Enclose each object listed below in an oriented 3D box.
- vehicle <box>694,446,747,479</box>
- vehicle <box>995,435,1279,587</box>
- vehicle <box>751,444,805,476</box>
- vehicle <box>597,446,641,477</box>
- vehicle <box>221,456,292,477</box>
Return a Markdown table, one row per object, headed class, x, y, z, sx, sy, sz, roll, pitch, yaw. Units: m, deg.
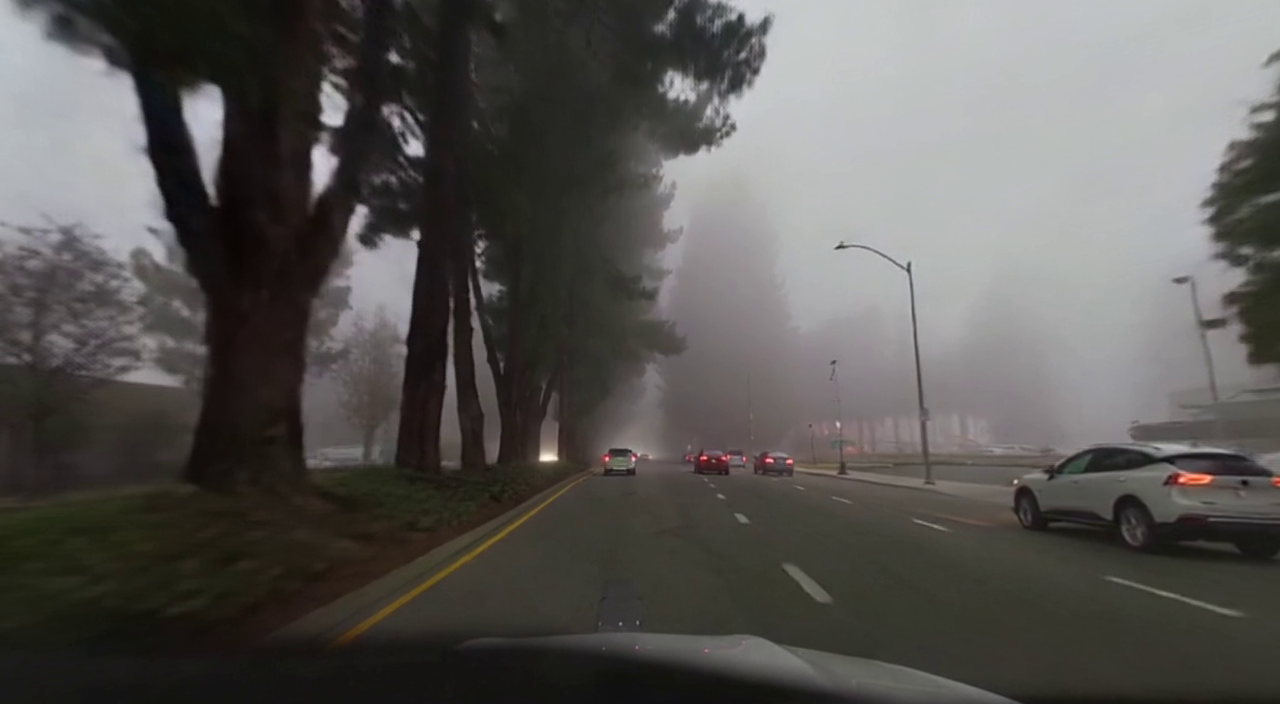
| class | x | y | z | sx | sy | sz | roll | pitch | yaw |
| --- | --- | --- | --- | --- | --- | --- | --- | --- | --- |
| vehicle | 3.875 | 5.367 | 30.931 | 2.020 | 1.472 | 3.958 | 0 | -8 | -1 |
| vehicle | 7.228 | 1.953 | 8.738 | 1.888 | 1.508 | 4.646 | 0 | -8 | -1 |
| vehicle | 7.669 | 6.055 | 35.598 | 1.945 | 1.687 | 4.292 | 0 | -8 | -2 |
| vehicle | -1.055 | 5.558 | 32.353 | 2.077 | 1.477 | 3.897 | 0 | -8 | -1 |
| vehicle | -29.459 | 8.793 | 48.586 | 4.320 | 1.459 | 1.860 | 0 | -8 | 3 |
